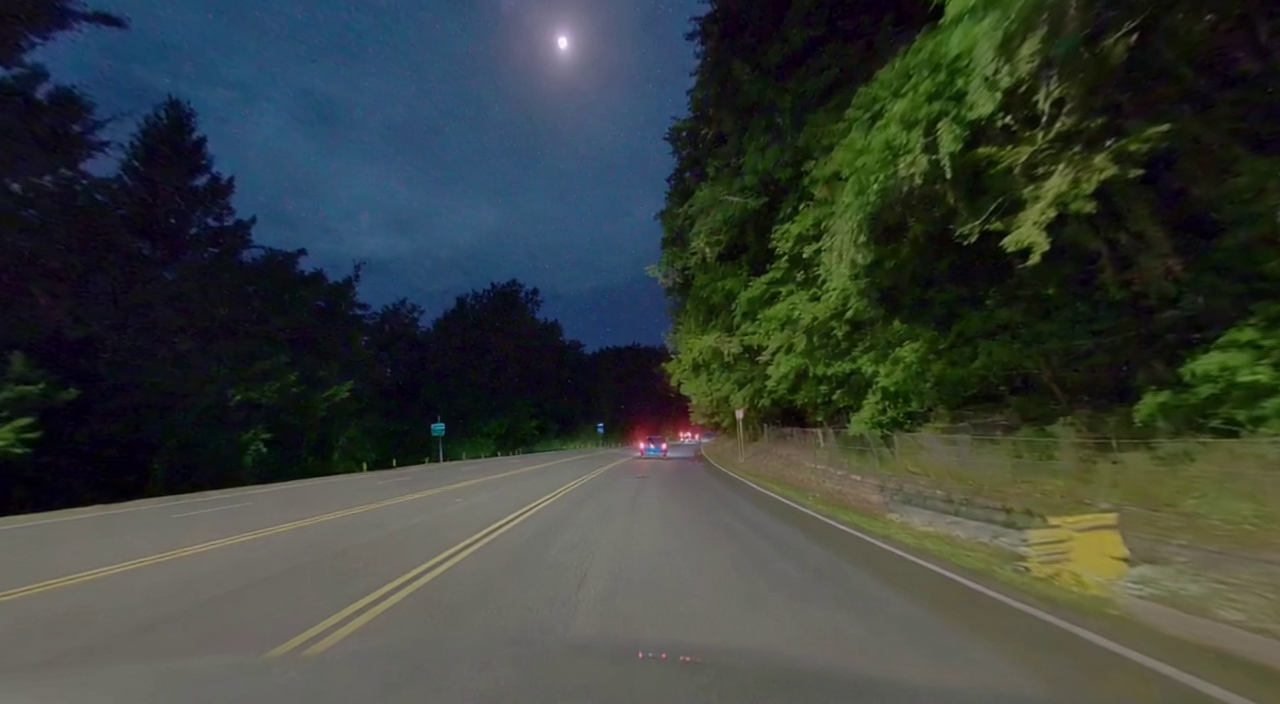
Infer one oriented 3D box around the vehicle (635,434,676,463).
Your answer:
[{"bbox_3d":[0.989,5.901,38.669,2.294,1.708,4.110,-1,-8,4],"label":"vehicle"}]
